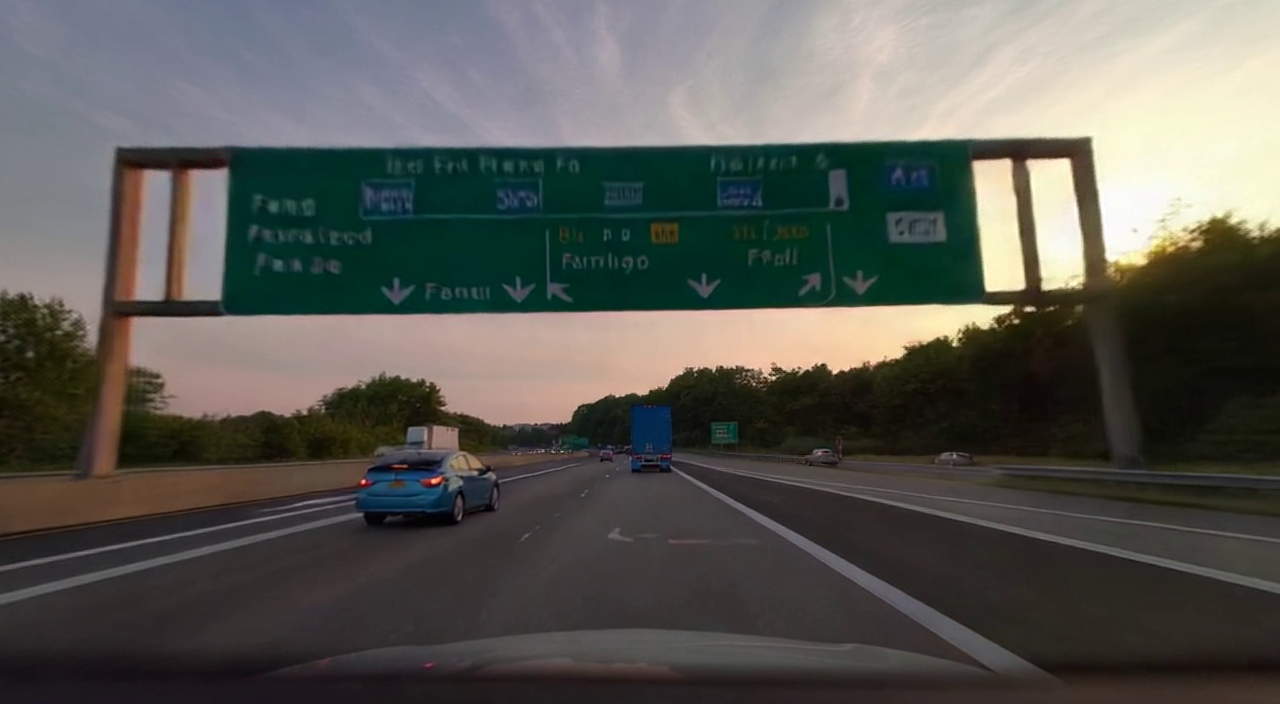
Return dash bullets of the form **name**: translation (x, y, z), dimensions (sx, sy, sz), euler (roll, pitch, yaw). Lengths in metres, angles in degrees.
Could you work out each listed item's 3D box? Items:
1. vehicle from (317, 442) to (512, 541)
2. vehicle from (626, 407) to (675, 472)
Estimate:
- **vehicle**: translation (-3.849, 2.432, 11.743), dimensions (1.931, 1.466, 4.458), euler (0, -9, 1)
- **vehicle**: translation (0.674, 6.244, 44.513), dimensions (3.022, 4.072, 10.318), euler (0, -9, 0)
